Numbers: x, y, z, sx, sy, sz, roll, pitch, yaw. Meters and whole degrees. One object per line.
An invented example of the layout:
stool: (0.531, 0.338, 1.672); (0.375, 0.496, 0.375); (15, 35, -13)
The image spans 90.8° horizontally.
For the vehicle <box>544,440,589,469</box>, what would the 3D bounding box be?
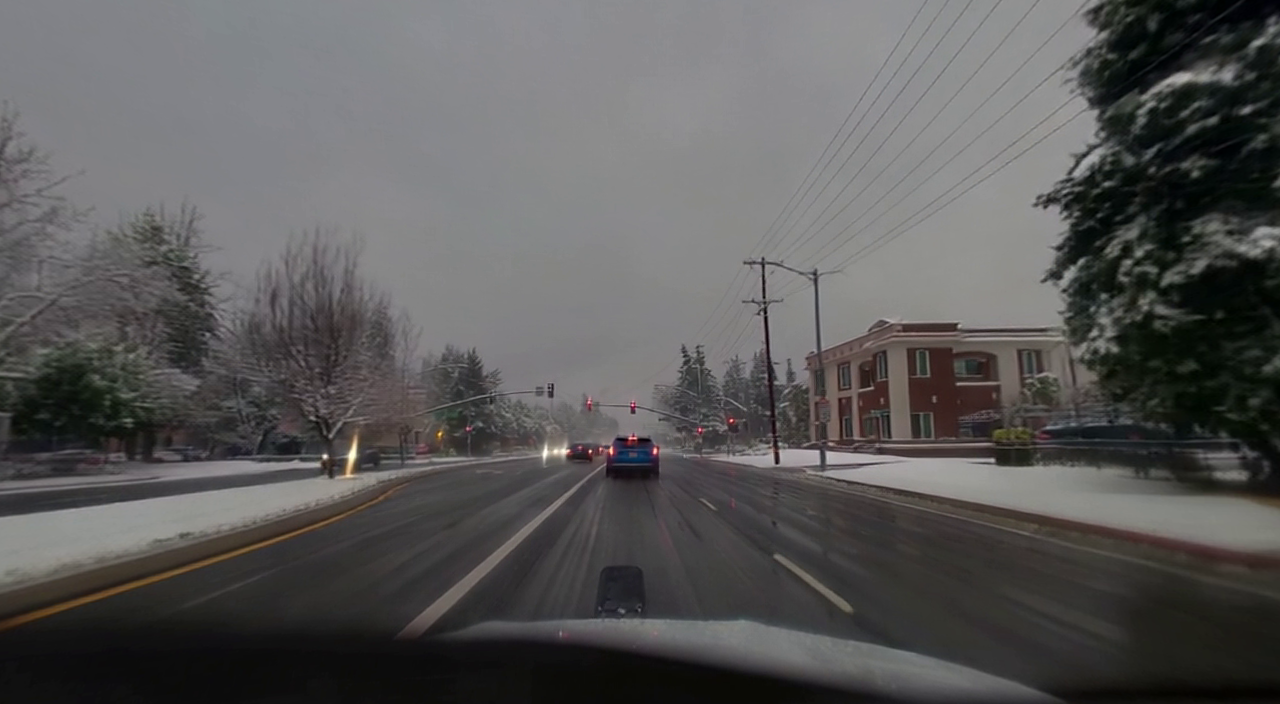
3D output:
vehicle: (-4.034, 5.718, 35.415); (2.075, 1.474, 4.367); (0, -8, -1)

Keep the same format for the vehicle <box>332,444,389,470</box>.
vehicle: (-19.478, 7.314, 44.247); (1.945, 1.700, 4.465); (0, -9, 0)

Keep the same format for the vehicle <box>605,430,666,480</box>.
vehicle: (-0.208, 4.022, 24.785); (2.188, 1.782, 3.982); (0, -8, -1)

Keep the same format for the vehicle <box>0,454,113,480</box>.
vehicle: (-34.242, 6.721, 37.129); (4.608, 1.435, 2.076); (0, -8, 0)
